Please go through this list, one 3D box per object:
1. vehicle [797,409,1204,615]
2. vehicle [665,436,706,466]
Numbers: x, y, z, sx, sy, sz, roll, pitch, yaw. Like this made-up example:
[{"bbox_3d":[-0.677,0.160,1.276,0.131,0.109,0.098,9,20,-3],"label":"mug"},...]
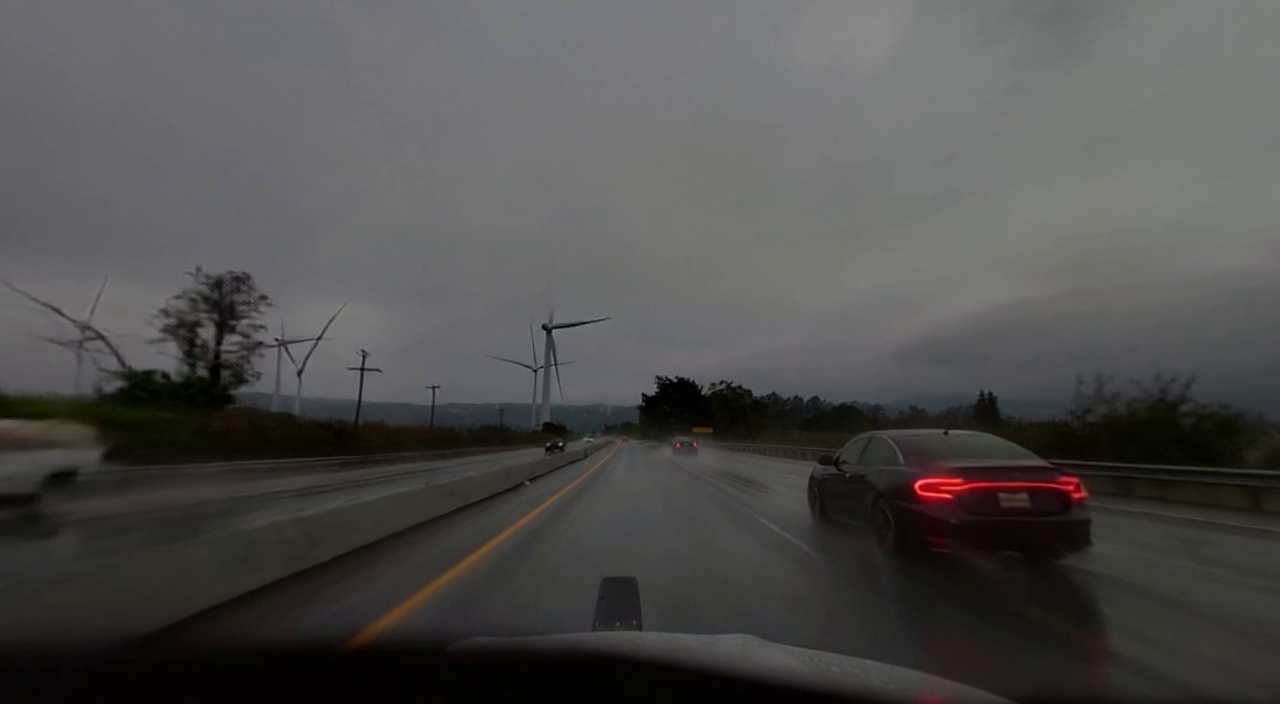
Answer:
[{"bbox_3d":[3.439,1.572,7.250,2.038,1.624,4.312,0,-8,-1],"label":"vehicle"},{"bbox_3d":[2.691,5.972,38.282,2.066,1.661,4.500,0,-8,-2],"label":"vehicle"}]
